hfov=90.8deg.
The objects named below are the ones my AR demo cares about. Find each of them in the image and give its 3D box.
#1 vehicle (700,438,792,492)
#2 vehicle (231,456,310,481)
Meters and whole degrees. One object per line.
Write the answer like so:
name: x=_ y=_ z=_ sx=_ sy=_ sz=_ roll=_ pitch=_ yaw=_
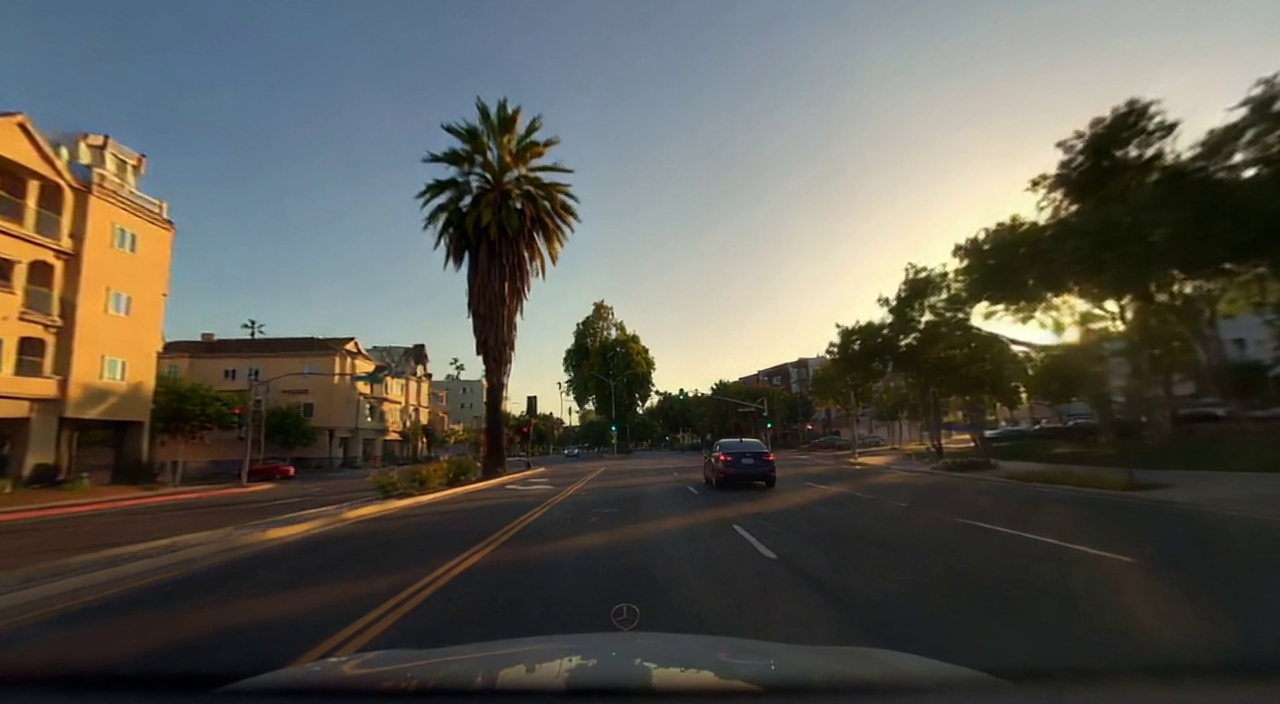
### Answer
vehicle: x=3.099 y=3.403 z=19.428 sx=1.964 sy=1.448 sz=4.295 roll=0 pitch=-8 yaw=-1
vehicle: x=-26.748 y=8.431 z=45.790 sx=4.558 sy=1.718 sz=2.151 roll=-2 pitch=-8 yaw=9
